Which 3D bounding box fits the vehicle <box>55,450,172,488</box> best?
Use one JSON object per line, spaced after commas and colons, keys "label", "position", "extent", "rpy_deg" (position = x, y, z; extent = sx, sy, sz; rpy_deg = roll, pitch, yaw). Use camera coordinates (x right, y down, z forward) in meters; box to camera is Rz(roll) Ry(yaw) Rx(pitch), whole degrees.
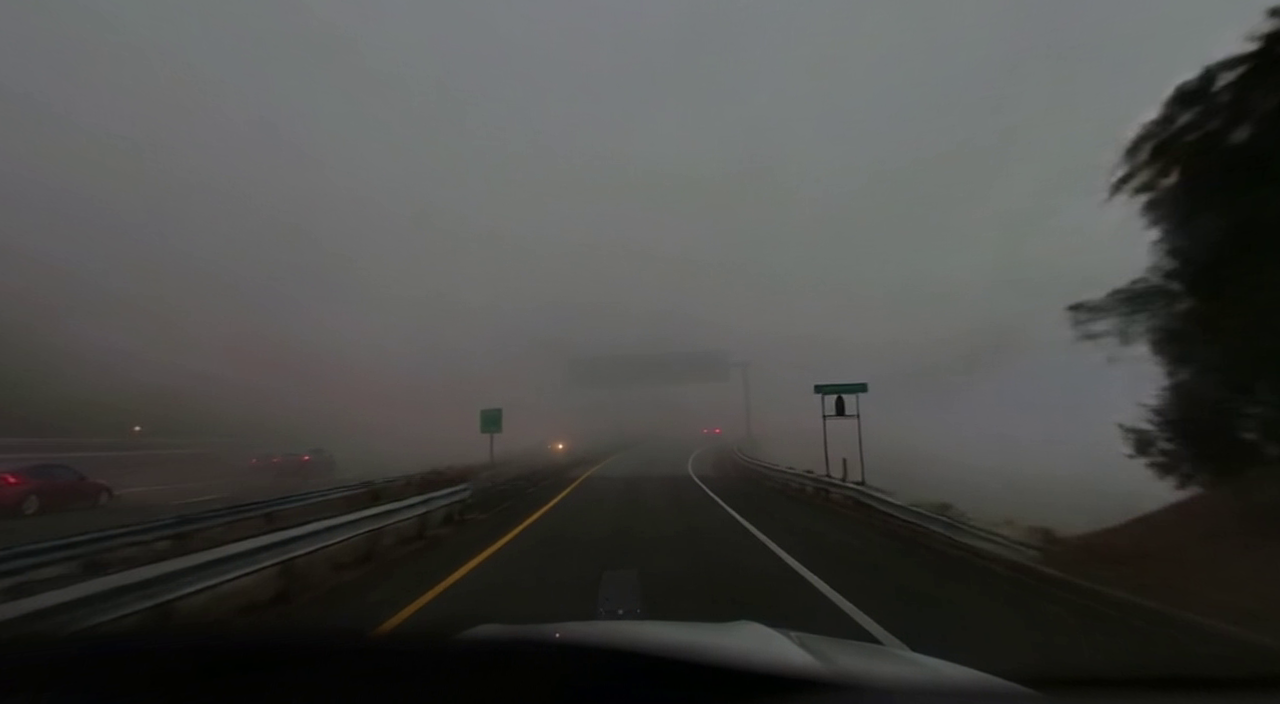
{"label": "vehicle", "position": [-27.925, 6.181, 33.675], "extent": [2.209, 1.778, 5.108], "rpy_deg": [1, -8, -6]}
